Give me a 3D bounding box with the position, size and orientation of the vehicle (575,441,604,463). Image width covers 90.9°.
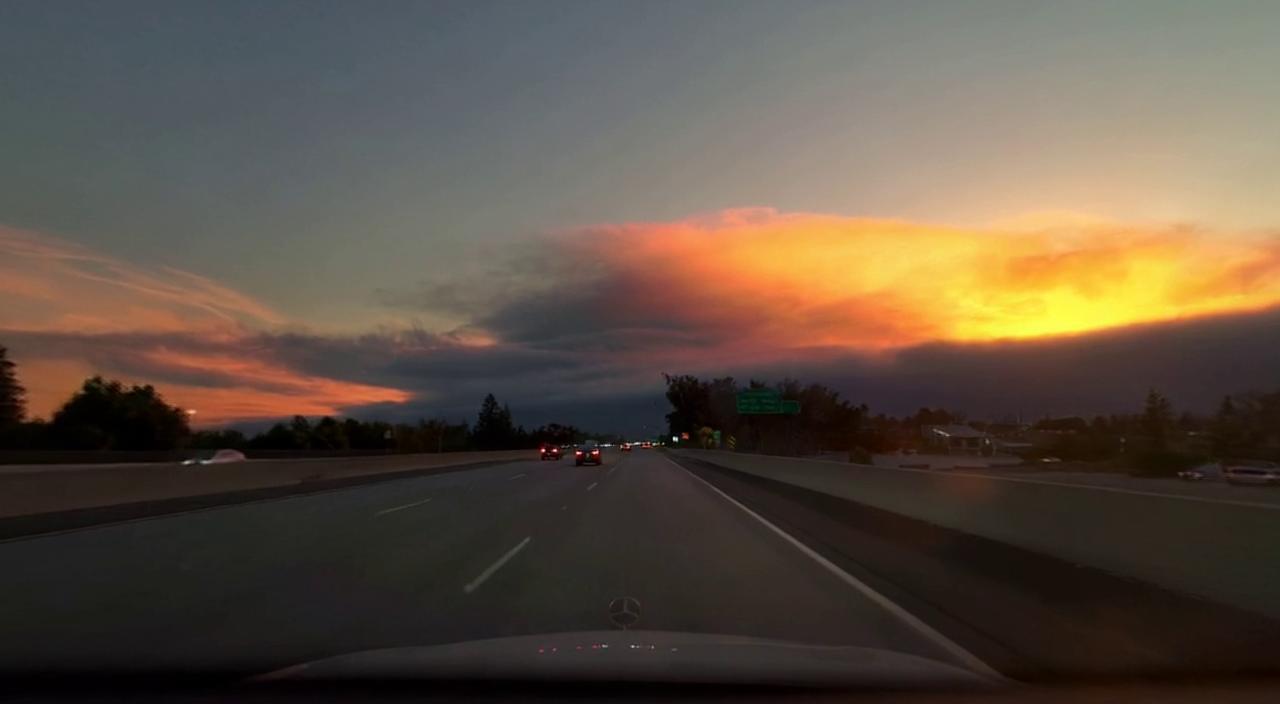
[{"bbox_3d":[-3.613,7.272,45.818,1.786,1.488,4.023,0,-8,0],"label":"vehicle"}]
